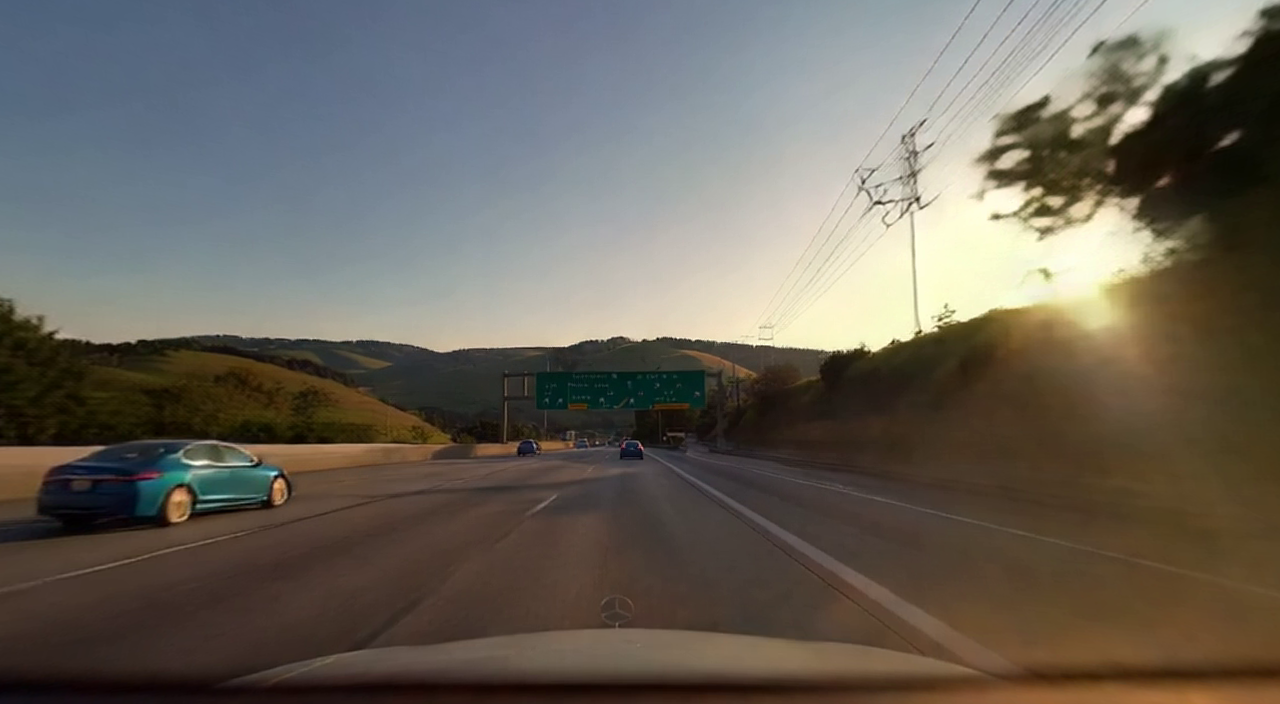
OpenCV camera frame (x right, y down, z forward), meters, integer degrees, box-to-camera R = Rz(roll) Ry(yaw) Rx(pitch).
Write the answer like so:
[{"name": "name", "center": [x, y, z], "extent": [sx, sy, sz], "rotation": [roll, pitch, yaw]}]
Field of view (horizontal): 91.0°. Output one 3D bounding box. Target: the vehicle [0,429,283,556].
[{"name": "vehicle", "center": [-7.579, 1.924, 9.412], "extent": [1.949, 1.428, 4.408], "rotation": [0, -8, -1]}]

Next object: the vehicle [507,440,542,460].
[{"name": "vehicle", "center": [-9.085, 7.692, 49.754], "extent": [2.047, 1.486, 4.306], "rotation": [0, -8, -1]}]

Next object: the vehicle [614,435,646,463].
[{"name": "vehicle", "center": [-0.679, 6.360, 41.517], "extent": [2.040, 1.715, 3.906], "rotation": [0, -8, -1]}]
